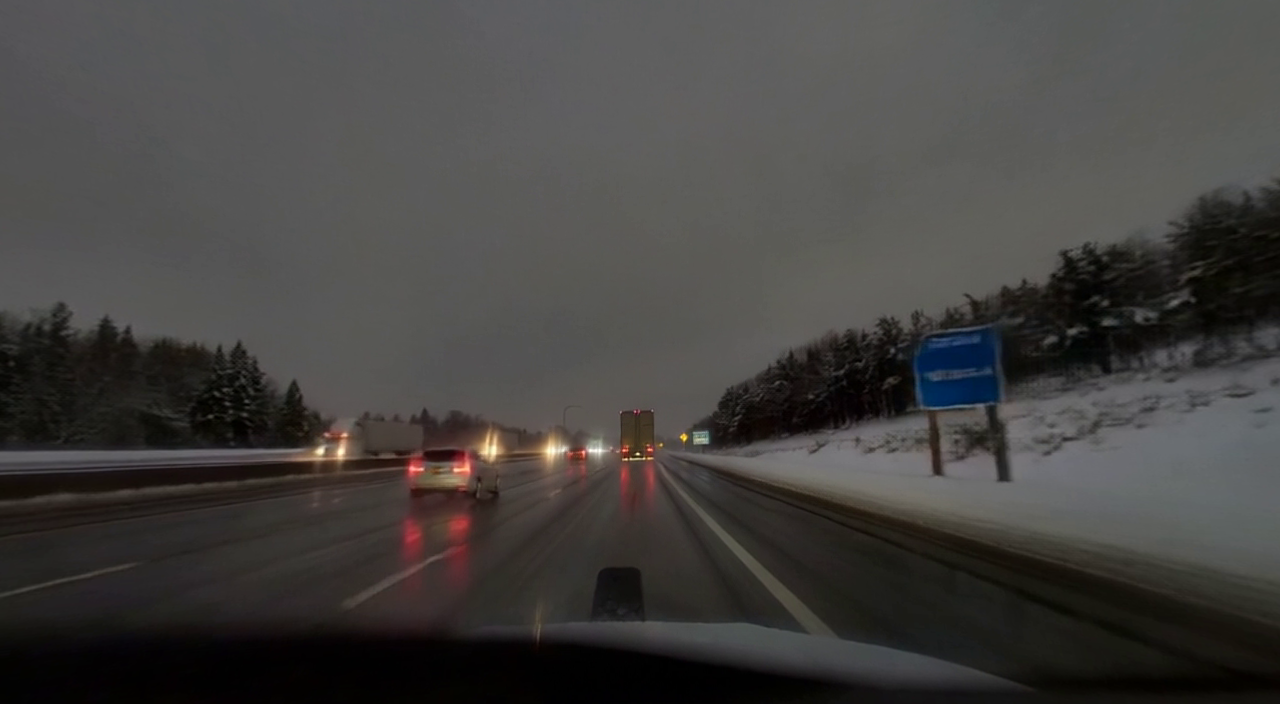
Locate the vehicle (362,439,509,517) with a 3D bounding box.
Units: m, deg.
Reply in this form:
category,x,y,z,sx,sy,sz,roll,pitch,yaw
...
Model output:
category,x,y,z,sx,sy,sz,roll,pitch,yaw
vehicle,-4.475,2.821,14.545,2.024,1.515,3.907,0,-9,1
